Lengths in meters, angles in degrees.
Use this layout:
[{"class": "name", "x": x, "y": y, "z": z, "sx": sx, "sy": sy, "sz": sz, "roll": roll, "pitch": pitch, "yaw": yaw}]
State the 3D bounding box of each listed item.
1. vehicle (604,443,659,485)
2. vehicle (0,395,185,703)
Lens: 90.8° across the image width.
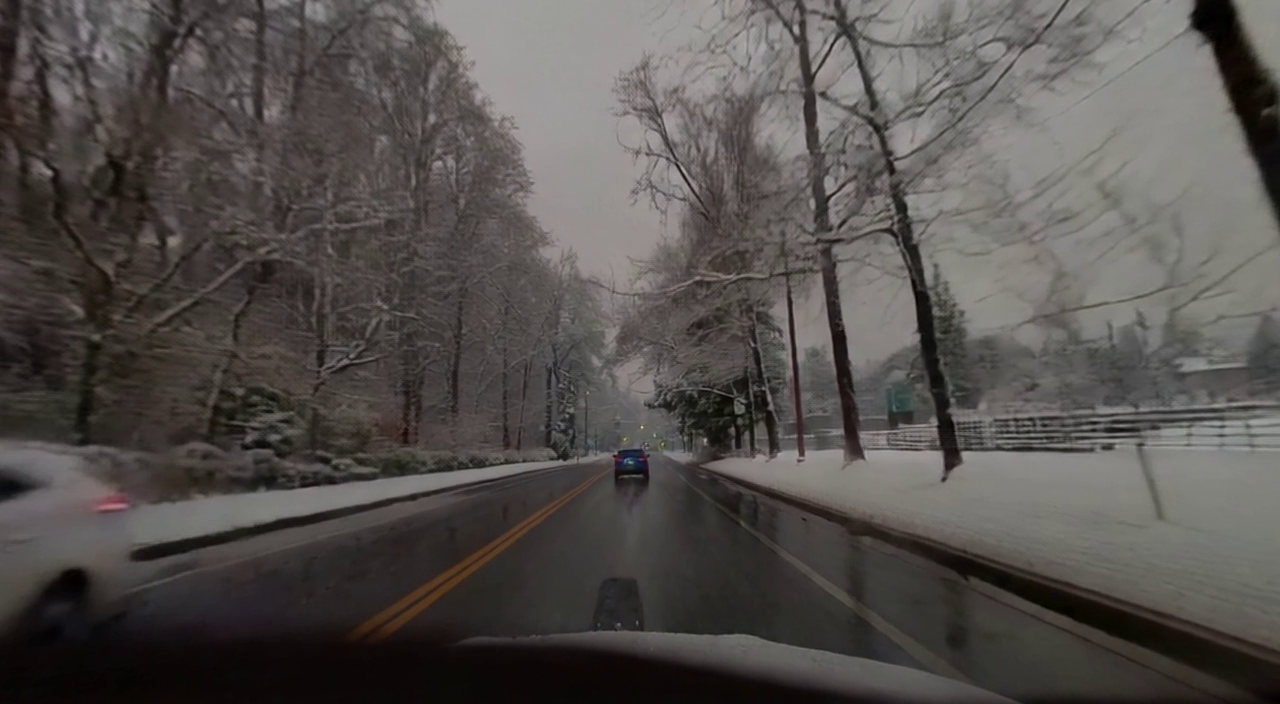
[{"class": "vehicle", "x": -0.285, "y": 4.676, "z": 26.702, "sx": 2.152, "sy": 1.574, "sz": 4.223, "roll": -1, "pitch": -8, "yaw": 1}, {"class": "vehicle", "x": -4.266, "y": 0.991, "z": 2.472, "sx": 2.078, "sy": 1.720, "sz": 3.822, "roll": -1, "pitch": -8, "yaw": 0}]
